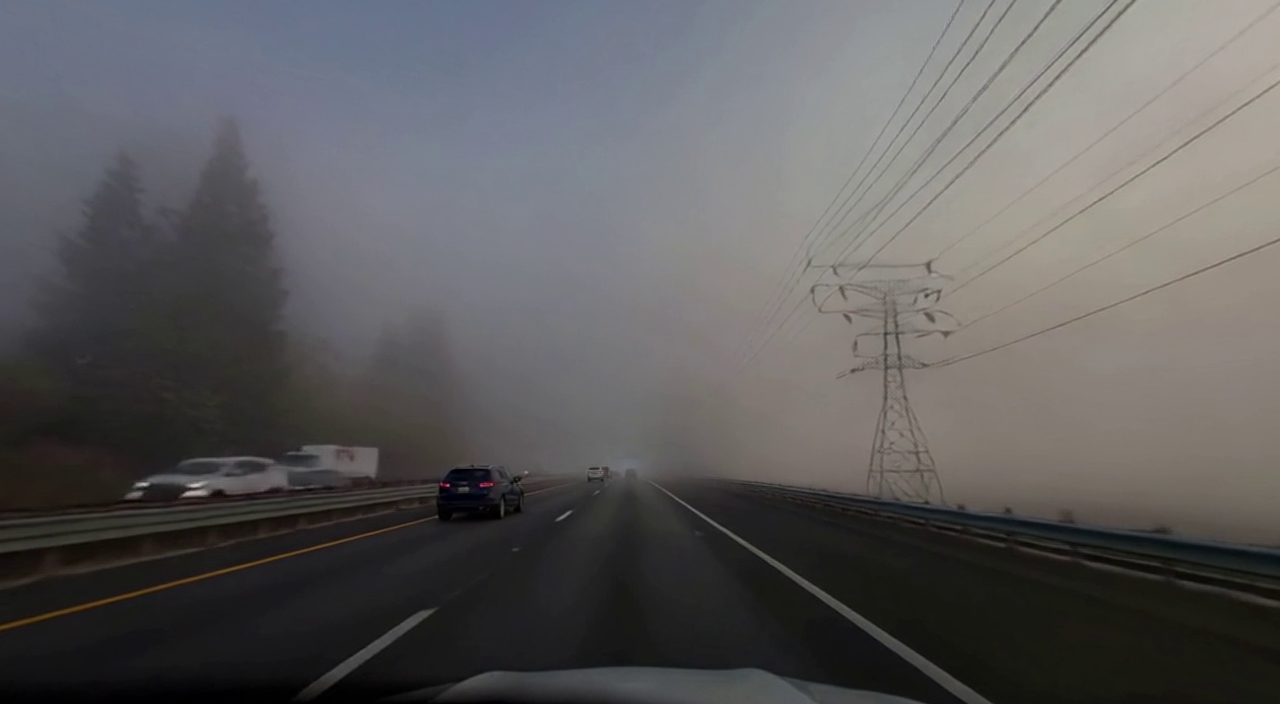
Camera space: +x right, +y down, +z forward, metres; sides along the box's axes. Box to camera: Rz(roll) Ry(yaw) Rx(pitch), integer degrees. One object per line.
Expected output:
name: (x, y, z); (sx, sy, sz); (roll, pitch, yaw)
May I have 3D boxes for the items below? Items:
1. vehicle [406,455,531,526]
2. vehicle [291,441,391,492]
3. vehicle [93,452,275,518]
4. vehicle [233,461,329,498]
vehicle: (-4.123, 3.430, 15.965); (1.963, 1.501, 4.227); (1, -11, 0)
vehicle: (-16.477, 6.411, 35.218); (2.578, 2.546, 5.944); (1, -11, 0)
vehicle: (-12.779, 3.766, 18.108); (1.949, 1.624, 4.291); (1, -11, 0)
vehicle: (-16.266, 5.803, 28.825); (1.955, 1.492, 4.131); (1, -11, -1)
